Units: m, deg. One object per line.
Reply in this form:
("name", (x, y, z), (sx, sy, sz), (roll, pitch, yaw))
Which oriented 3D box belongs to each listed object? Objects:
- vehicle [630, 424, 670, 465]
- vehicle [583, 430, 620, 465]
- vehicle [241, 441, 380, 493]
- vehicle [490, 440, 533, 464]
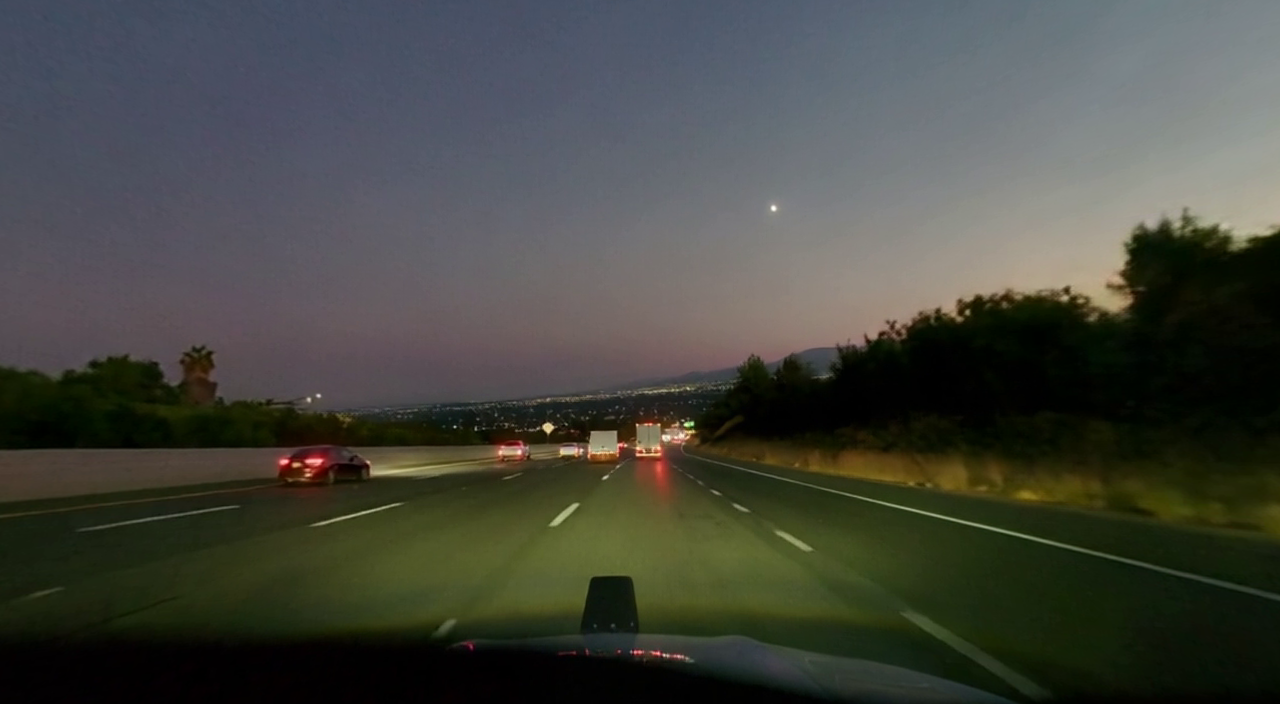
("vehicle", (0.775, 7.019, 48.197), (2.768, 2.854, 6.757), (1, -8, 1))
("vehicle", (-2.840, 7.280, 48.274), (2.328, 2.519, 5.238), (0, -8, 2))
("vehicle", (-10.309, 3.617, 20.267), (1.952, 1.457, 4.689), (0, -8, 0))
("vehicle", (-10.006, 7.814, 49.660), (2.080, 1.777, 5.450), (0, -8, 2))
